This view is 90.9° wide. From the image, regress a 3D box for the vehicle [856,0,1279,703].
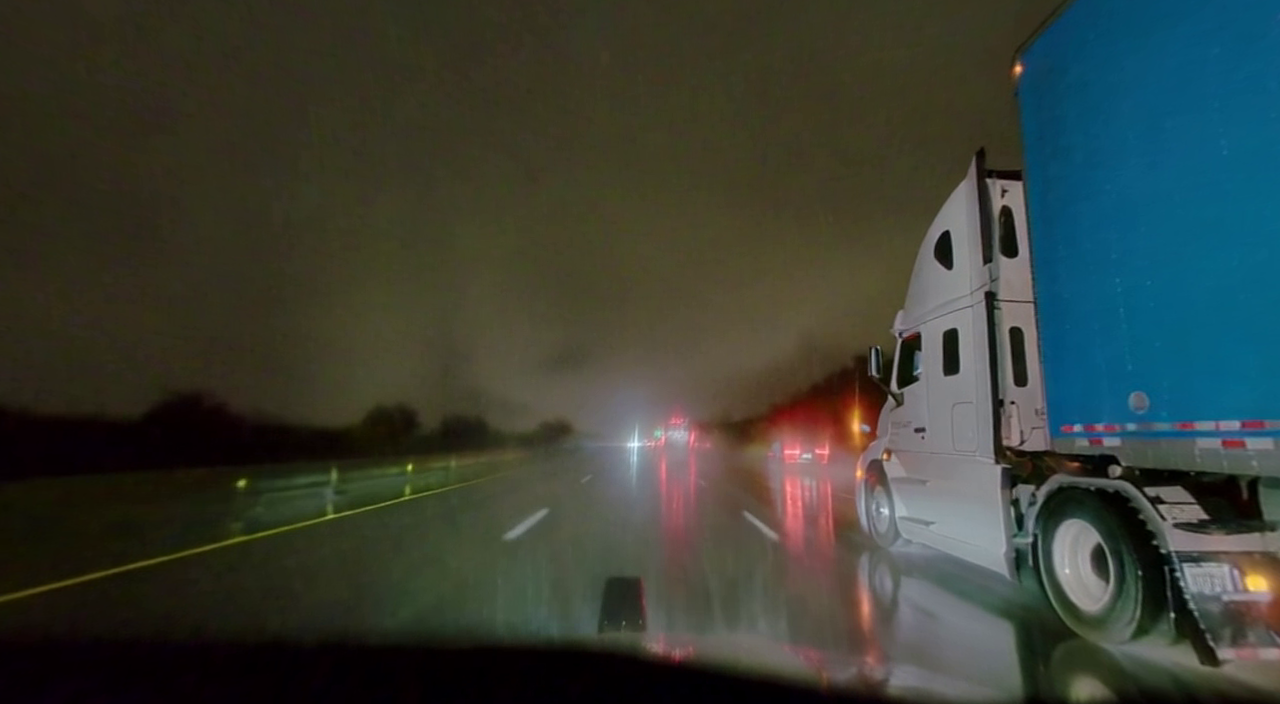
[{"bbox_3d":[3.836,-0.268,1.988,3.012,3.768,8.945,0,-8,0],"label":"vehicle"}]
